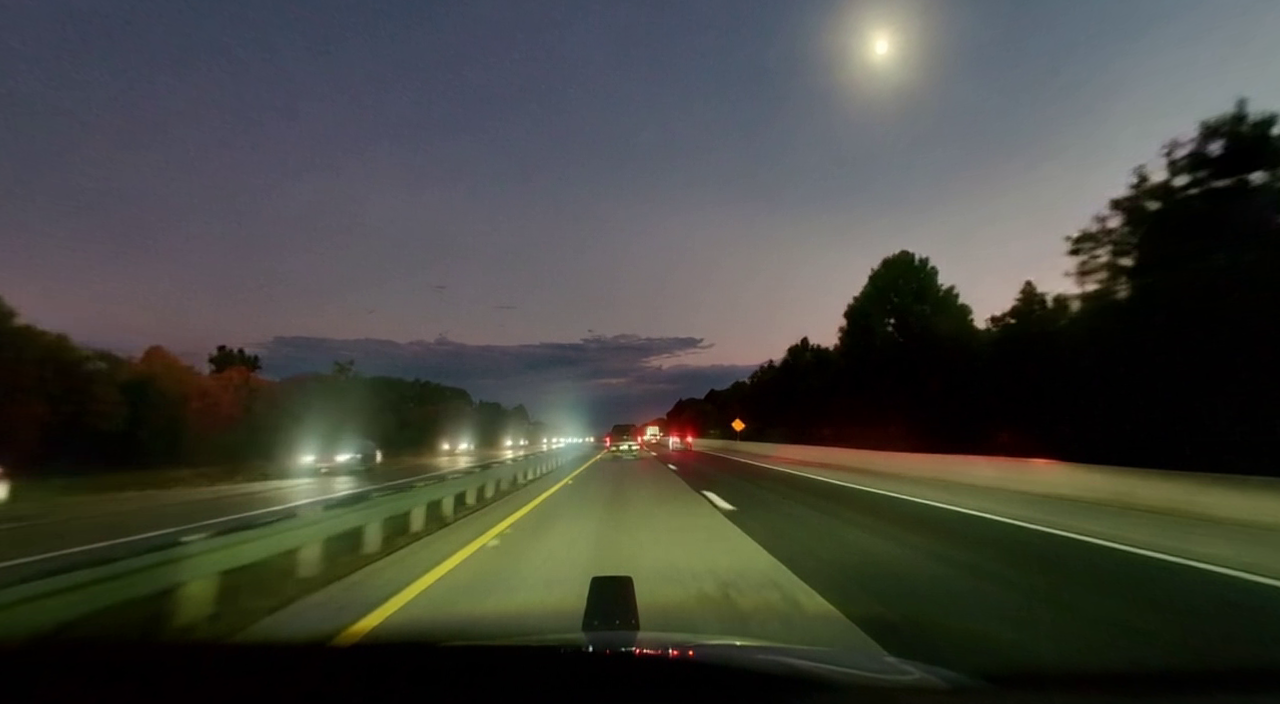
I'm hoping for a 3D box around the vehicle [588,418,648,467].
[{"bbox_3d":[-0.985,4.134,28.996,2.503,2.044,4.633,0,-8,-1],"label":"vehicle"}]

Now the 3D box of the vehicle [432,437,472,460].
[{"bbox_3d":[-14.489,7.447,48.764,1.878,1.649,3.987,0,-8,0],"label":"vehicle"}]

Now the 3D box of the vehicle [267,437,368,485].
[{"bbox_3d":[-12.358,4.151,24.454,1.940,1.665,3.934,0,-8,-2],"label":"vehicle"}]
